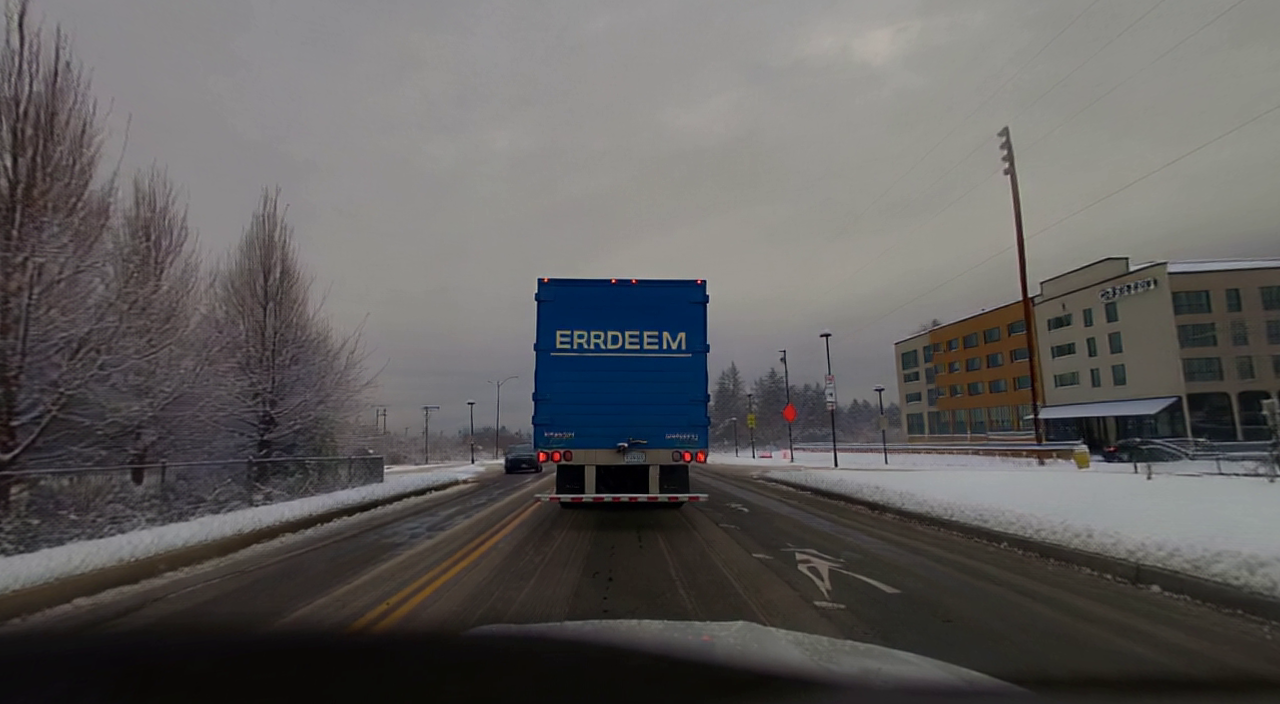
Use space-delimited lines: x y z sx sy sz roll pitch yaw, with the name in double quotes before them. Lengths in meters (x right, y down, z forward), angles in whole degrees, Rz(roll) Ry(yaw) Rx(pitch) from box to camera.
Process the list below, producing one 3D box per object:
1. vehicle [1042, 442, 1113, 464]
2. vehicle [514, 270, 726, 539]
"vehicle" 31.374 7.216 45.144 1.652 1.423 3.797 5 -9 -35
"vehicle" -0.183 1.307 13.389 2.876 3.724 9.351 -1 -8 1
